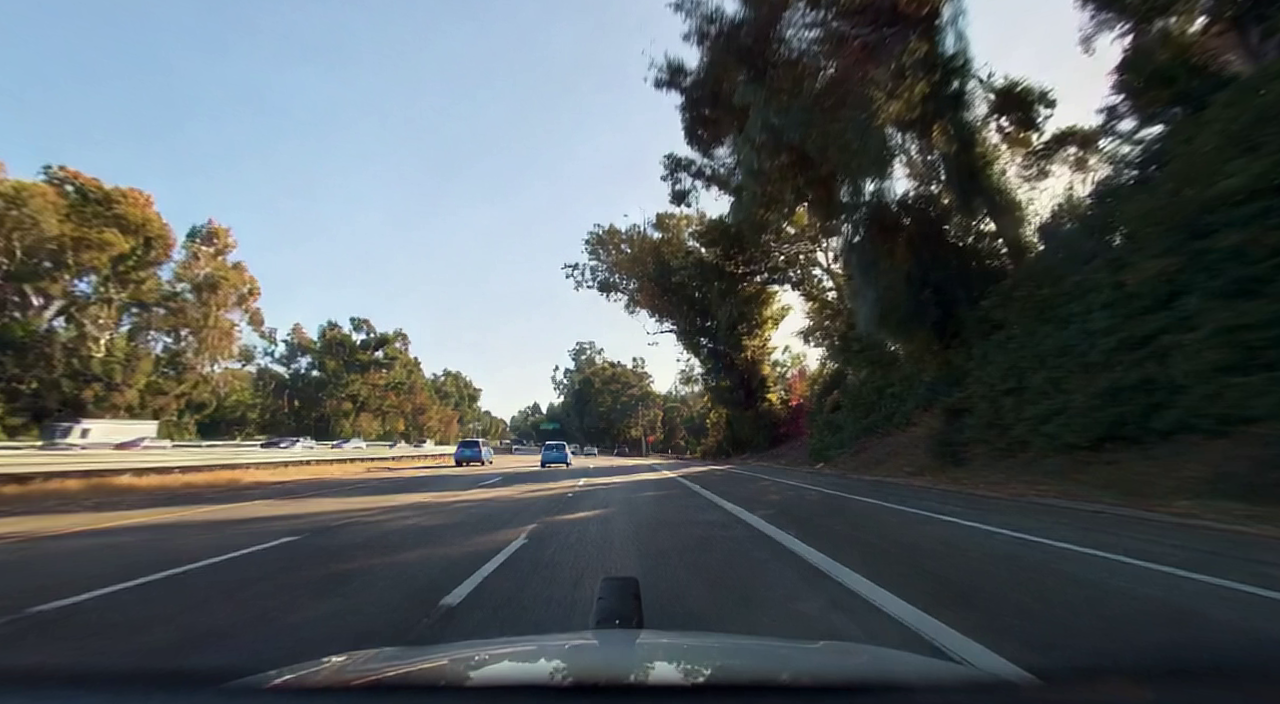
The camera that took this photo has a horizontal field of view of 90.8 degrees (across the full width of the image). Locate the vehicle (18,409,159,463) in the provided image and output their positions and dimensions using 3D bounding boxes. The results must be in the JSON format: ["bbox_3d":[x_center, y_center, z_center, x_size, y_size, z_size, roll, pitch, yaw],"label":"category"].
[{"bbox_3d":[-38.148,5.976,44.223,3.012,3.426,7.995,1,-9,-4],"label":"vehicle"}]

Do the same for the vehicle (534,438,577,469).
[{"bbox_3d":[-4.959,6.052,37.736,2.146,1.766,4.502,0,-9,-3],"label":"vehicle"}]

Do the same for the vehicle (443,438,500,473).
[{"bbox_3d":[-8.810,5.440,33.410,2.016,1.711,4.365,0,-9,-3],"label":"vehicle"}]
